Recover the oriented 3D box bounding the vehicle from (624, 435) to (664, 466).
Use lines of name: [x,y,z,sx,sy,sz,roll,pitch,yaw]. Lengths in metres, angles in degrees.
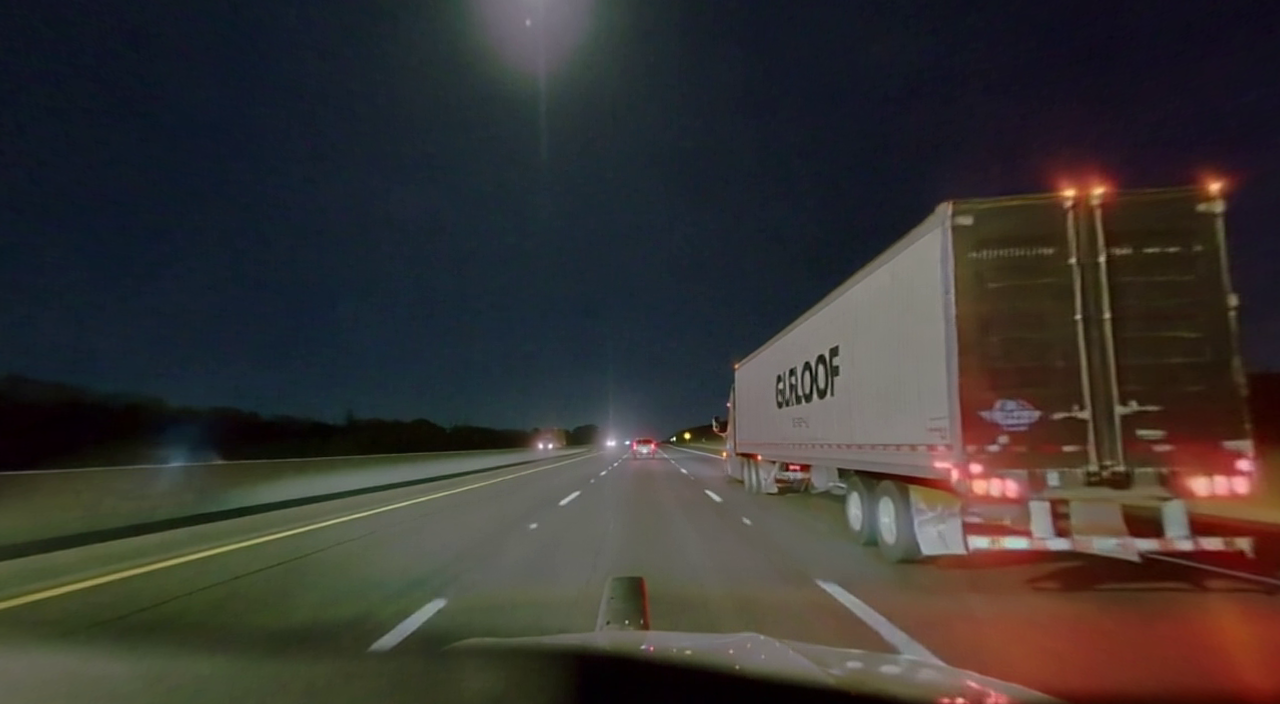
vehicle: [0.230,5.464,35.090,2.111,1.635,4.177,0,-8,1]
